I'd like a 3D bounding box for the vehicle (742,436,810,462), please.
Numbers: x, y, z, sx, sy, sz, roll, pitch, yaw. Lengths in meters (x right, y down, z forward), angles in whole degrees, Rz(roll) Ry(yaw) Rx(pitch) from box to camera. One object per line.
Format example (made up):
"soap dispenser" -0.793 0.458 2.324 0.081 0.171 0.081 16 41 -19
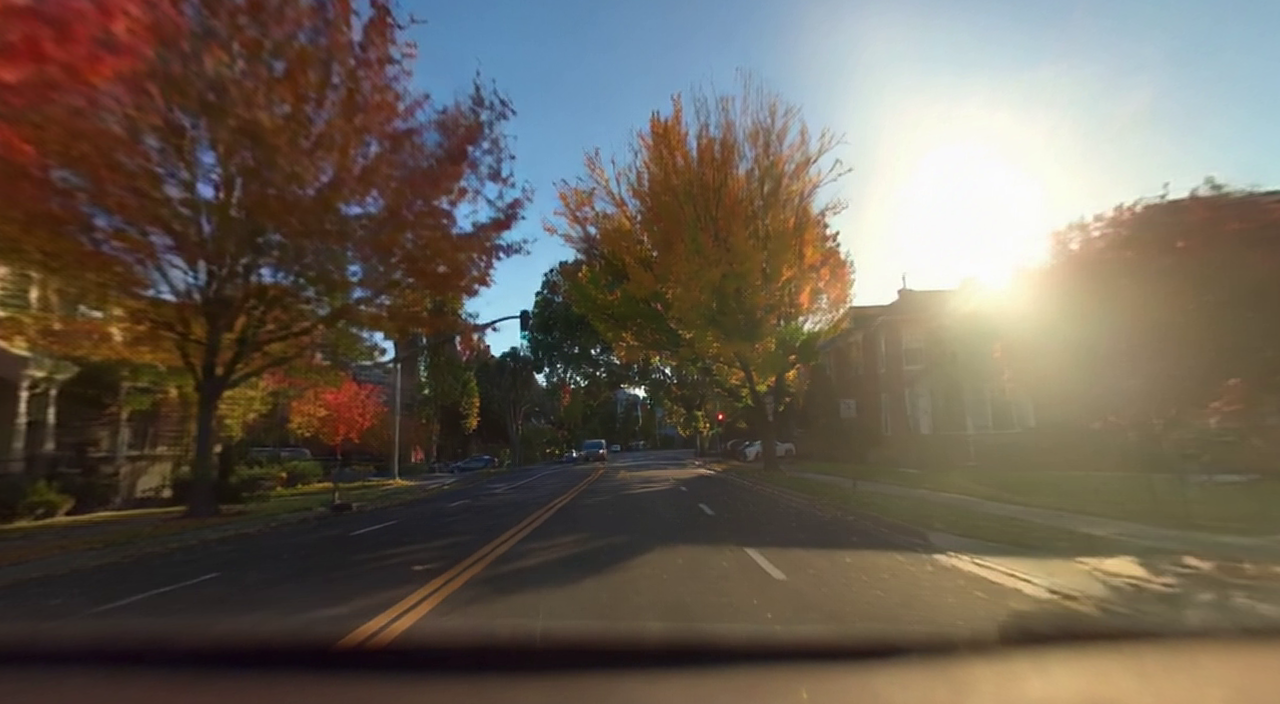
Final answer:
"vehicle" 9.568 6.856 44.693 4.385 1.612 2.070 -3 -9 5
